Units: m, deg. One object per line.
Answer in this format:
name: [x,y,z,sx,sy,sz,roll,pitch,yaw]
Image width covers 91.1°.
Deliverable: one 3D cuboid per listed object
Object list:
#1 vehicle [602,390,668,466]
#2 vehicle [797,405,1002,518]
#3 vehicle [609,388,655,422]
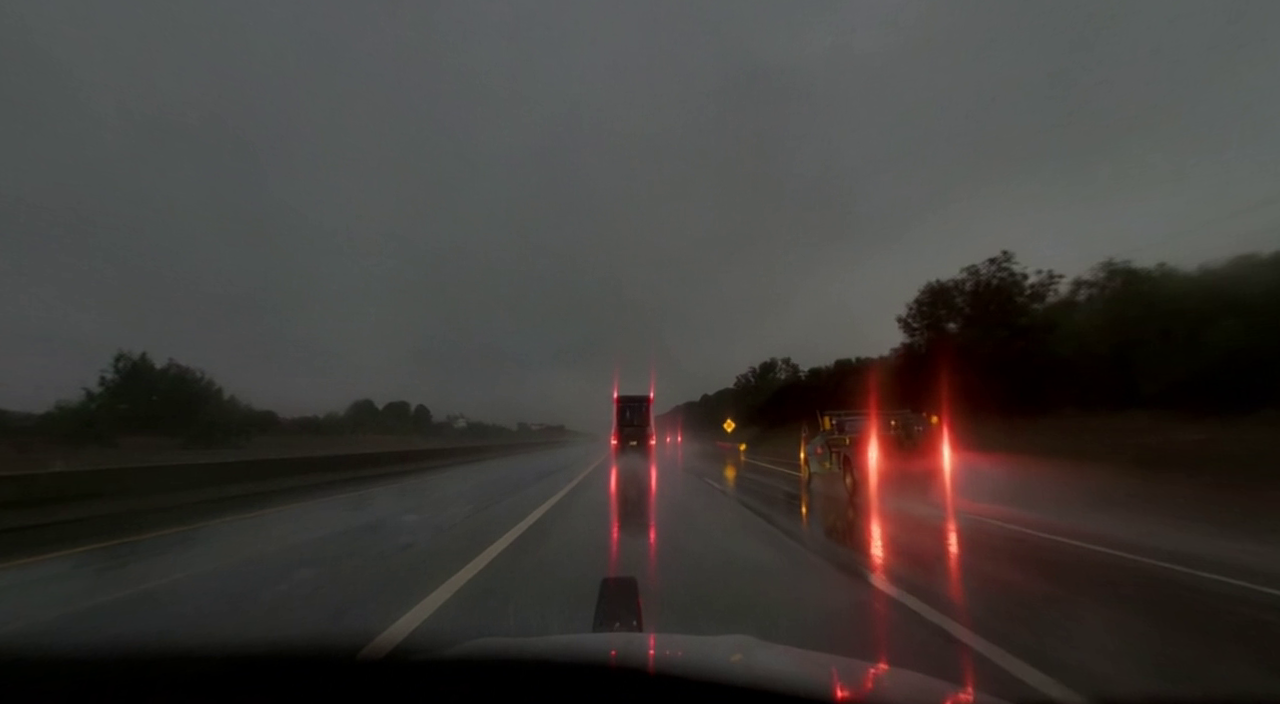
vehicle: [-0.499,4.196,35.193,2.953,3.406,13.372,1,-7,-2]
vehicle: [4.818,2.089,12.615,2.091,1.829,4.625,0,-8,-1]
vehicle: [-0.385,2.647,30.801,2.112,1.472,4.240,0,-8,-1]
